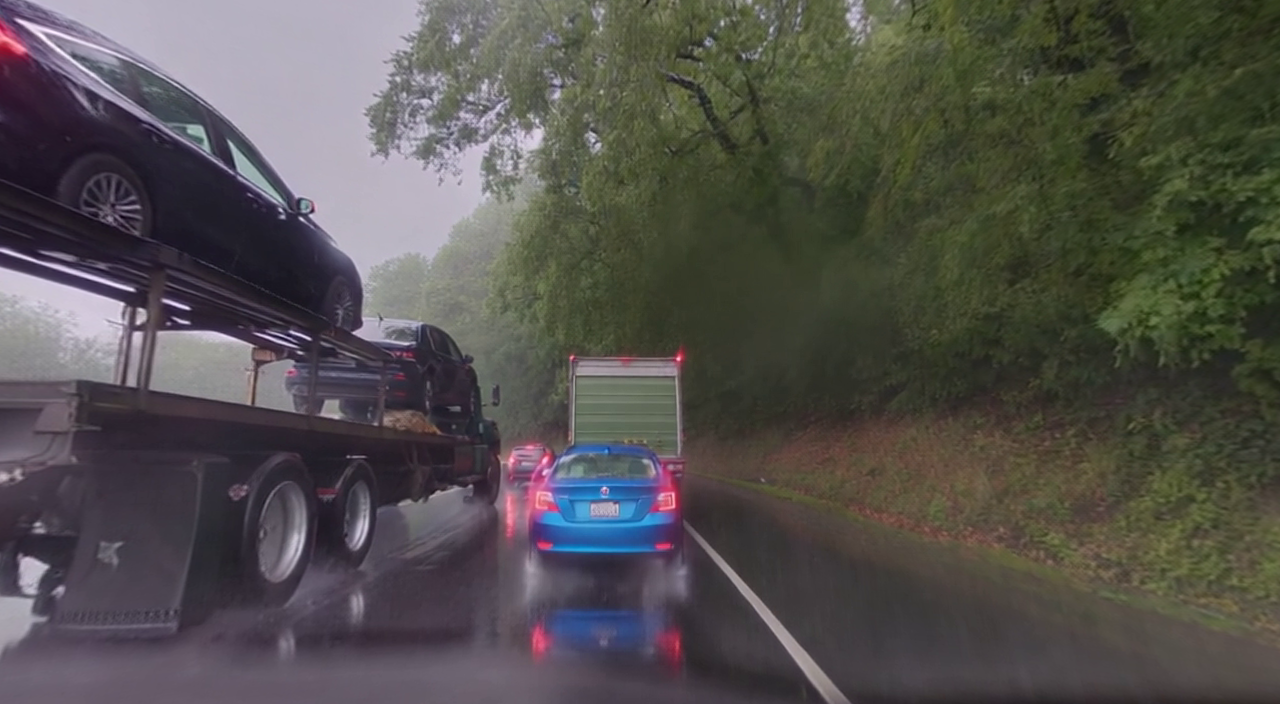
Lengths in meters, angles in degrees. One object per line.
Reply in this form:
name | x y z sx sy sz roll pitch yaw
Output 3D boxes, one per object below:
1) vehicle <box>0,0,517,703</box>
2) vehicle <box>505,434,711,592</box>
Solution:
vehicle | -4.628 0.792 9.492 2.836 4.059 14.286 0 -9 -1
vehicle | -0.334 1.836 7.917 1.991 1.507 3.391 0 -9 -1
